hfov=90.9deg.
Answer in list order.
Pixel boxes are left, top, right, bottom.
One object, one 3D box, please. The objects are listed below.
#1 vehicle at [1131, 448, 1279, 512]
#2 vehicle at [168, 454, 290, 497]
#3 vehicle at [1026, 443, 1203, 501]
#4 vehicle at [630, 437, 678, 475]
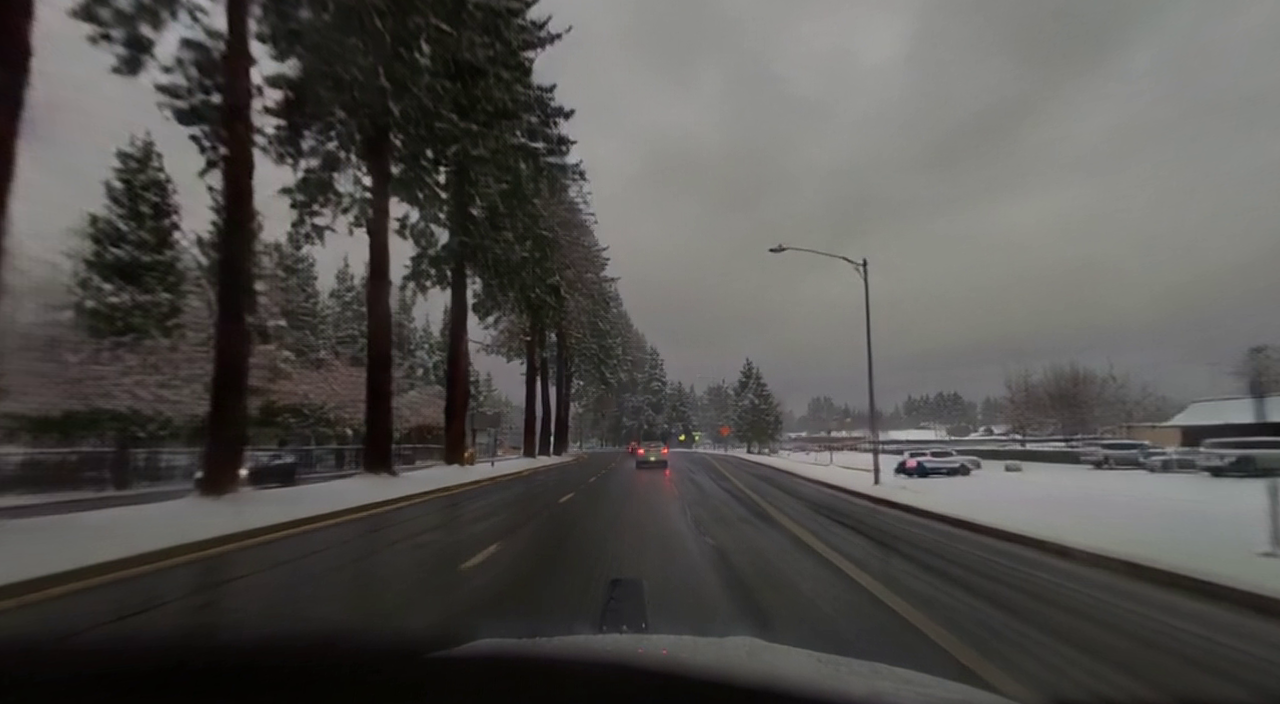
[{"bbox_3d":[15.373,3.177,15.863,4.400,1.480,1.824,0,-9,2],"label":"vehicle"},{"bbox_3d":[-16.284,4.883,25.298,1.895,1.513,4.362,0,-9,1],"label":"vehicle"},{"bbox_3d":[16.063,4.062,21.501,4.413,1.471,1.823,-5,-7,1],"label":"vehicle"},{"bbox_3d":[0.638,5.014,30.460,2.135,1.691,3.884,0,-9,0],"label":"vehicle"}]
